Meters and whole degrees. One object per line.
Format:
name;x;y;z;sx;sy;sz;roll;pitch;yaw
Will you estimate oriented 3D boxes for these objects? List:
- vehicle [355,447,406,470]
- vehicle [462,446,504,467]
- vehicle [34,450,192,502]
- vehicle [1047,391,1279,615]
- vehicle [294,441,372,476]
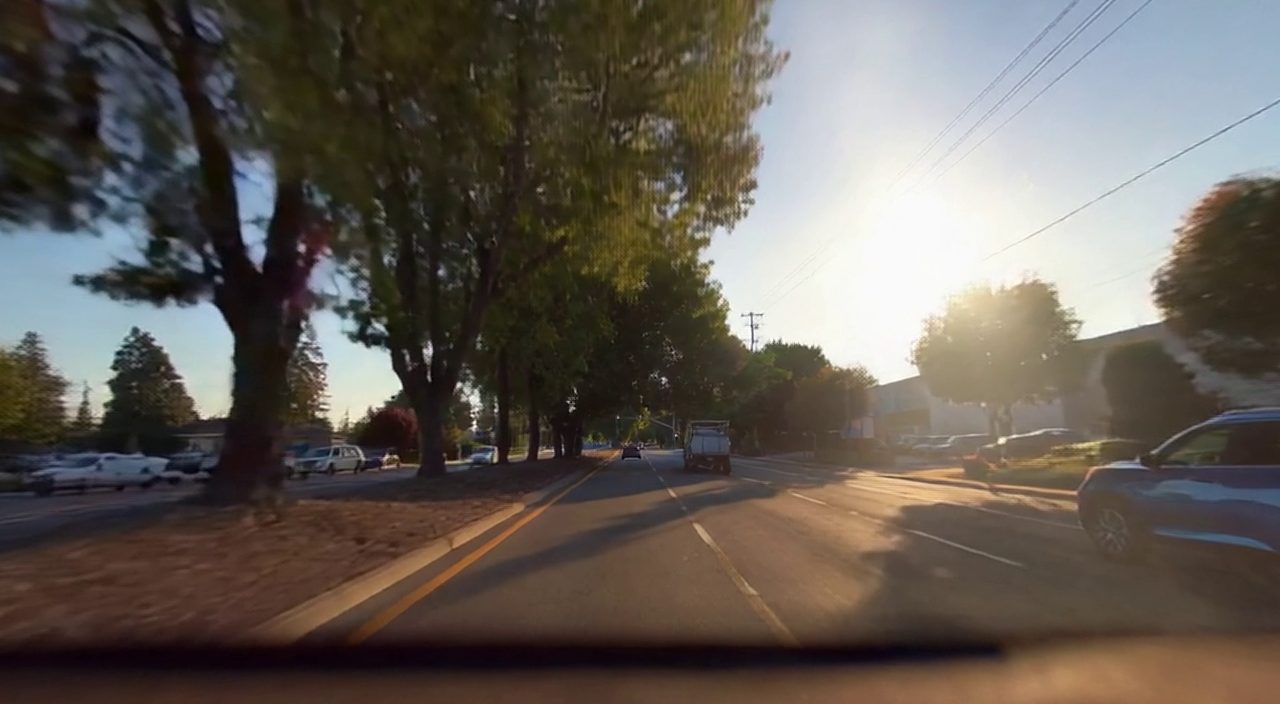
vehicle;-19.609;8.058;47.936;2.060;1.665;4.282;0;-8;-1
vehicle;-11.698;7.787;47.406;1.888;1.480;4.644;0;-8;0
vehicle;-19.573;4.579;23.802;1.985;1.667;4.622;0;-8;-1
vehicle;6.072;1.252;5.413;2.012;1.754;4.635;0;-8;0
vehicle;-19.680;6.819;40.805;2.281;2.035;5.418;0;-8;0
